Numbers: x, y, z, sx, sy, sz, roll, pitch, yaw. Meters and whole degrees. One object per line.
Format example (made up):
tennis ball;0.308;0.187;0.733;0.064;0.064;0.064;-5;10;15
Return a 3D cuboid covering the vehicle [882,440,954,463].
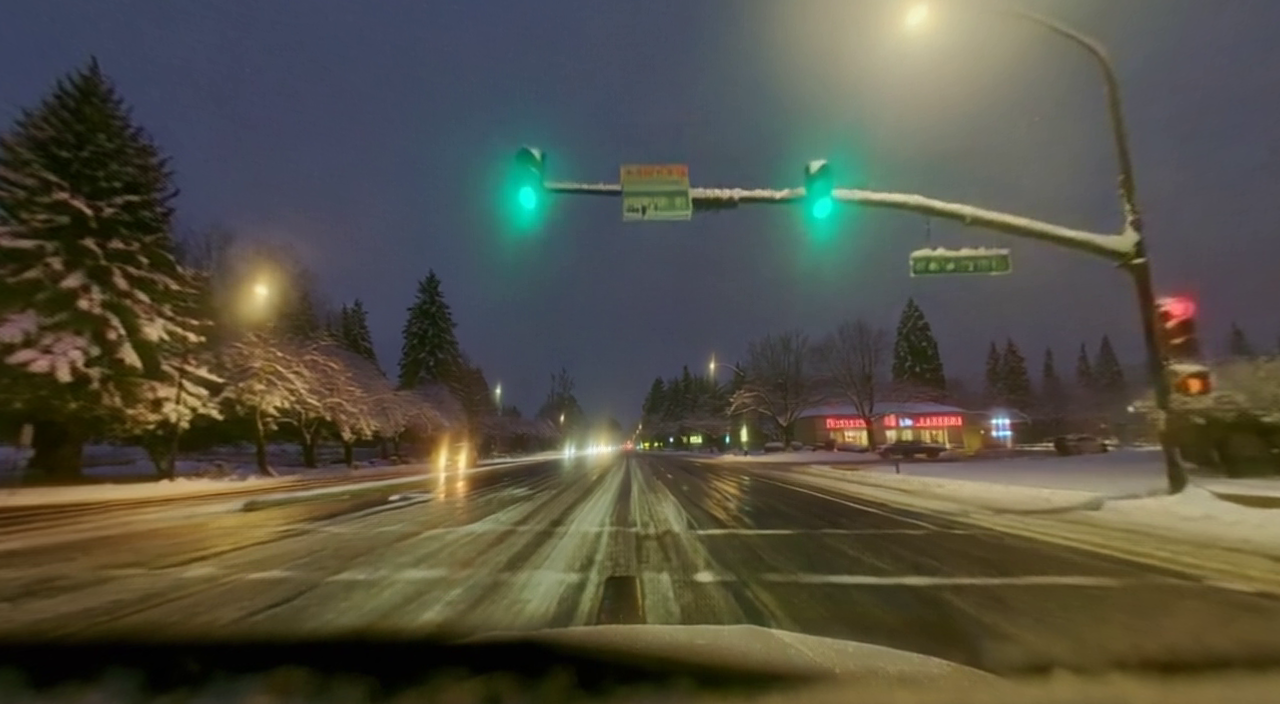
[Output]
vehicle;21.621;7.712;49.192;4.620;1.475;1.904;-3;-9;-3

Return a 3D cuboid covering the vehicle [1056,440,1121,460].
vehicle;34.892;7.637;49.234;3.698;1.478;1.811;0;-8;-4

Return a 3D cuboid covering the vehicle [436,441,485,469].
vehicle;-13.382;7.704;47.489;2.237;1.950;5.039;0;-8;-1
